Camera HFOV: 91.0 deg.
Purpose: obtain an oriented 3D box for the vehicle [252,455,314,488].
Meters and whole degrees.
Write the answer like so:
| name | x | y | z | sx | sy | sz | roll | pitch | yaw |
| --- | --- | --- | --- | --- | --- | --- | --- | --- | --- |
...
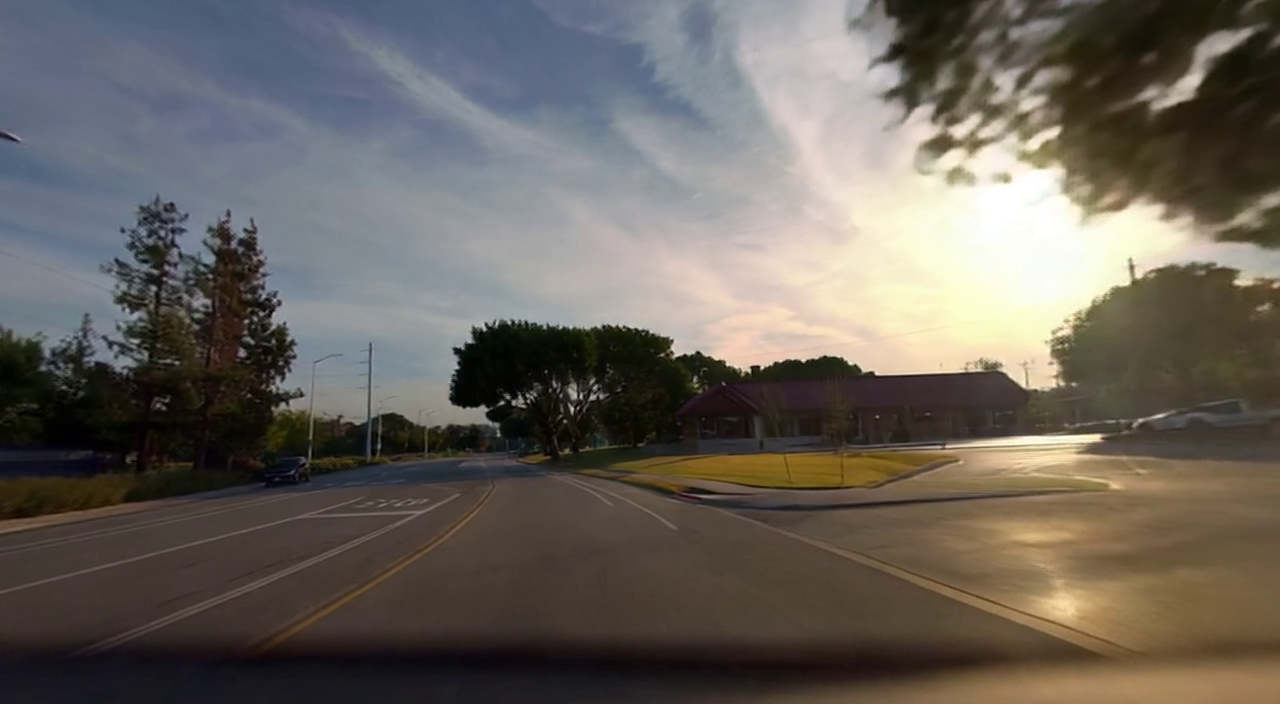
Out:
| name | x | y | z | sx | sy | sz | roll | pitch | yaw |
| --- | --- | --- | --- | --- | --- | --- | --- | --- | --- |
| vehicle | -19.998 | 6.751 | 35.463 | 1.952 | 1.632 | 4.200 | 1 | -11 | -14 |
